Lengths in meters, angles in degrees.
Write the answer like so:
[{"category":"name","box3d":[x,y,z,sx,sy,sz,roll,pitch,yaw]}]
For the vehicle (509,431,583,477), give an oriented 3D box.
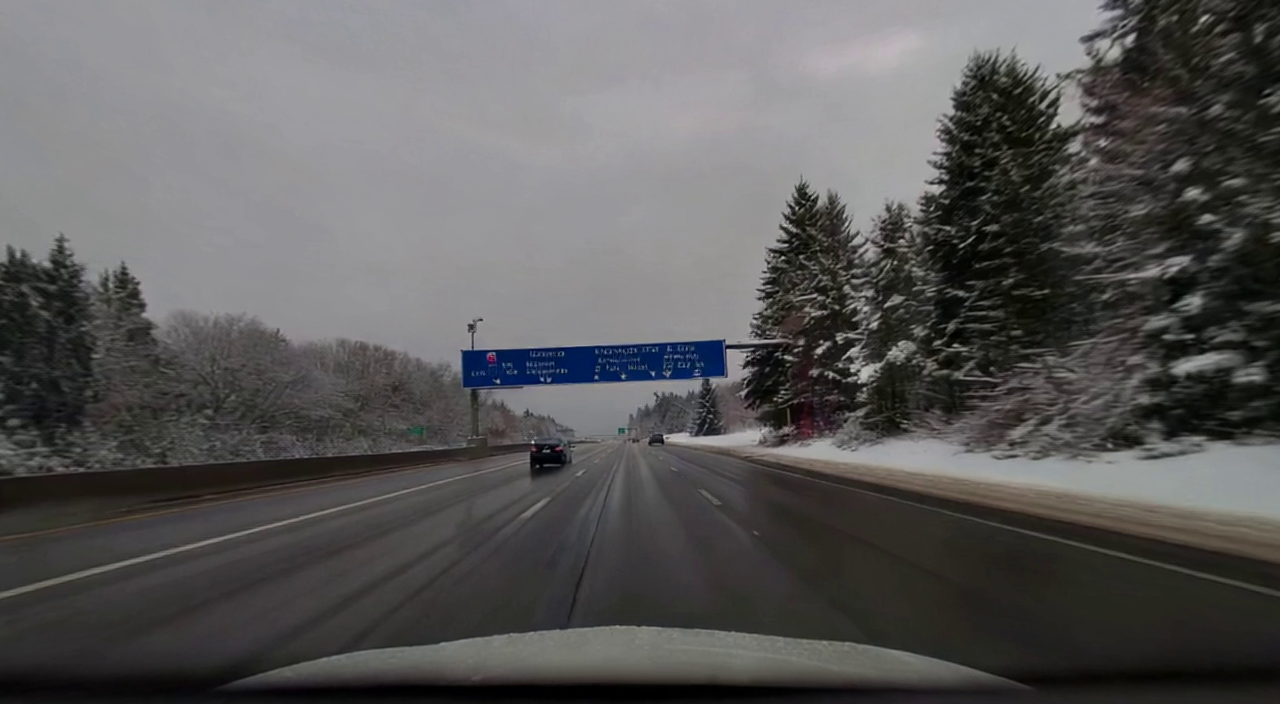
[{"category":"vehicle","box3d":[-3.262,3.605,22.627,2.000,1.491,3.913,0,-8,1]}]
